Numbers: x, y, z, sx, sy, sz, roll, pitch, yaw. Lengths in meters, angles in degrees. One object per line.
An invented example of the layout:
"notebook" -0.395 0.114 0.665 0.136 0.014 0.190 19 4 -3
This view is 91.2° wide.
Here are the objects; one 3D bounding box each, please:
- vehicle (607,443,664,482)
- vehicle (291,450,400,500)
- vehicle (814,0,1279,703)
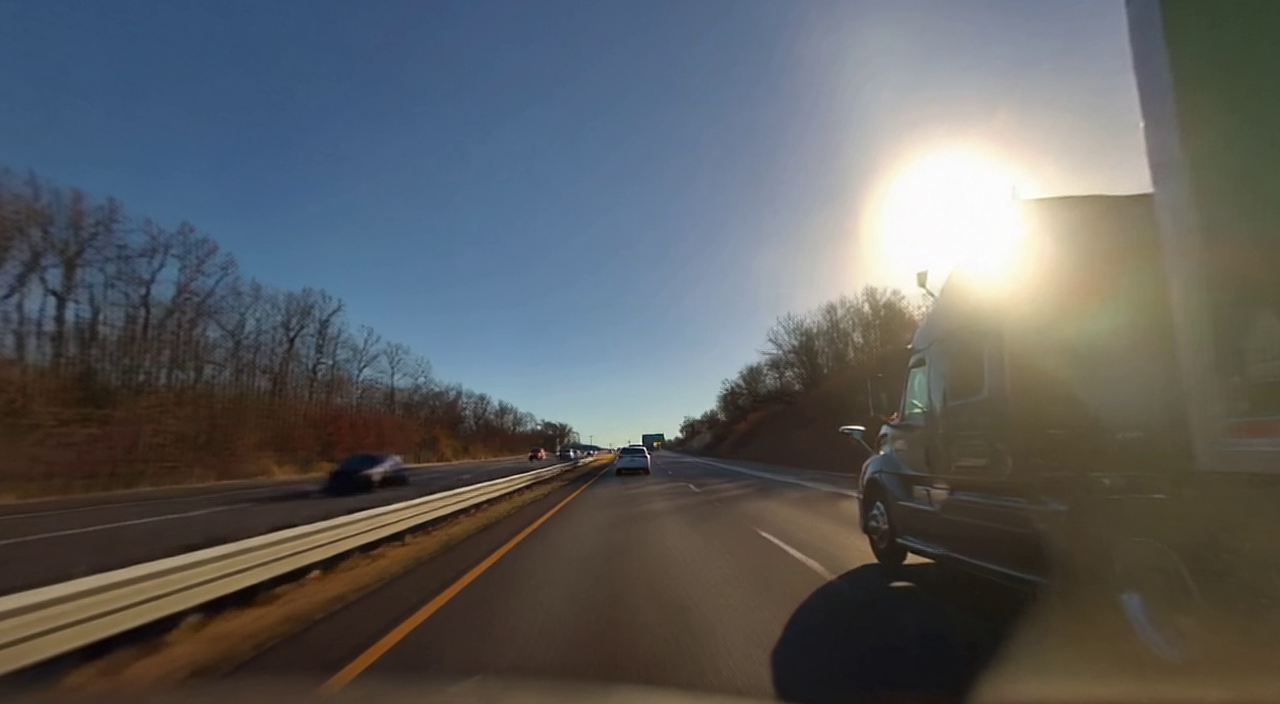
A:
"vehicle" -0.209 4.633 26.527 2.244 1.506 4.097 0 -9 -1
"vehicle" -9.859 4.117 21.375 1.874 1.506 3.934 0 -9 -2
"vehicle" 4.356 0.345 6.154 3.351 3.699 5.995 0 -9 -1
